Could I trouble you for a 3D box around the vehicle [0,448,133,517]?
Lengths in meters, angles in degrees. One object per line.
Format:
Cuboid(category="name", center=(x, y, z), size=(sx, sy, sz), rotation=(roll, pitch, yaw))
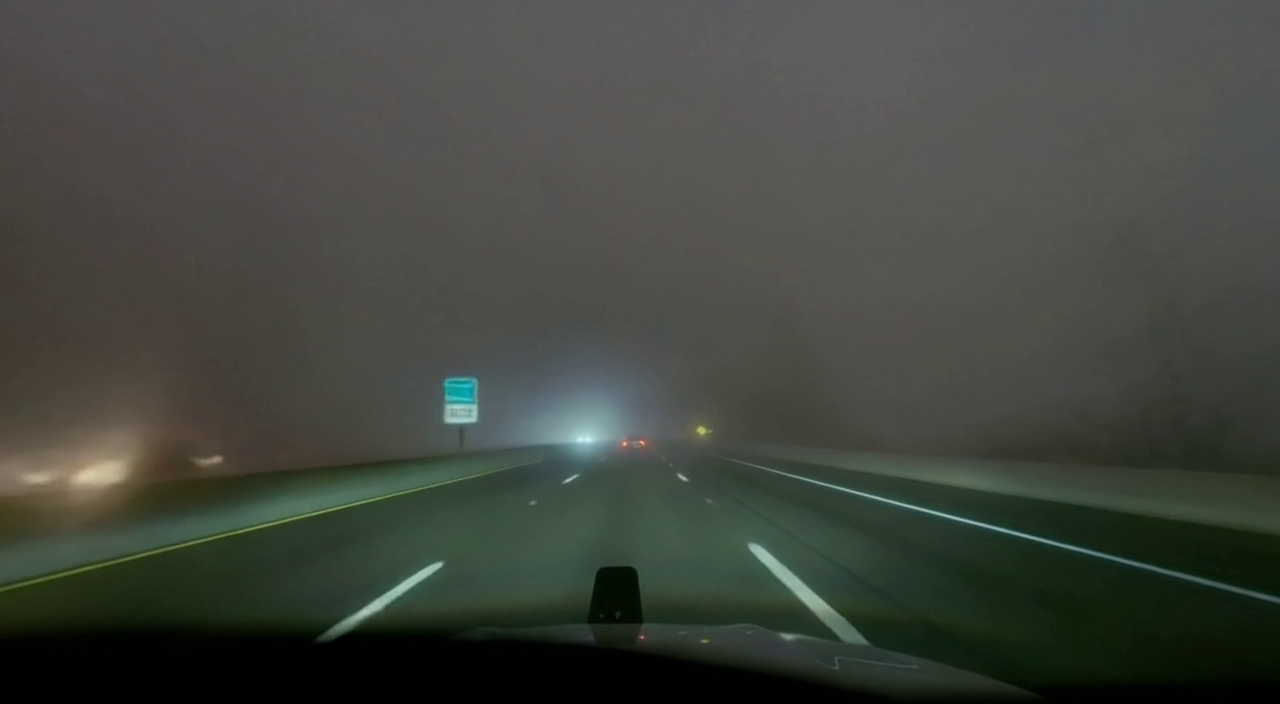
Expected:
Cuboid(category="vehicle", center=(-15.260, 3.156, 15.584), size=(1.810, 1.481, 4.380), rotation=(0, -8, -1))
